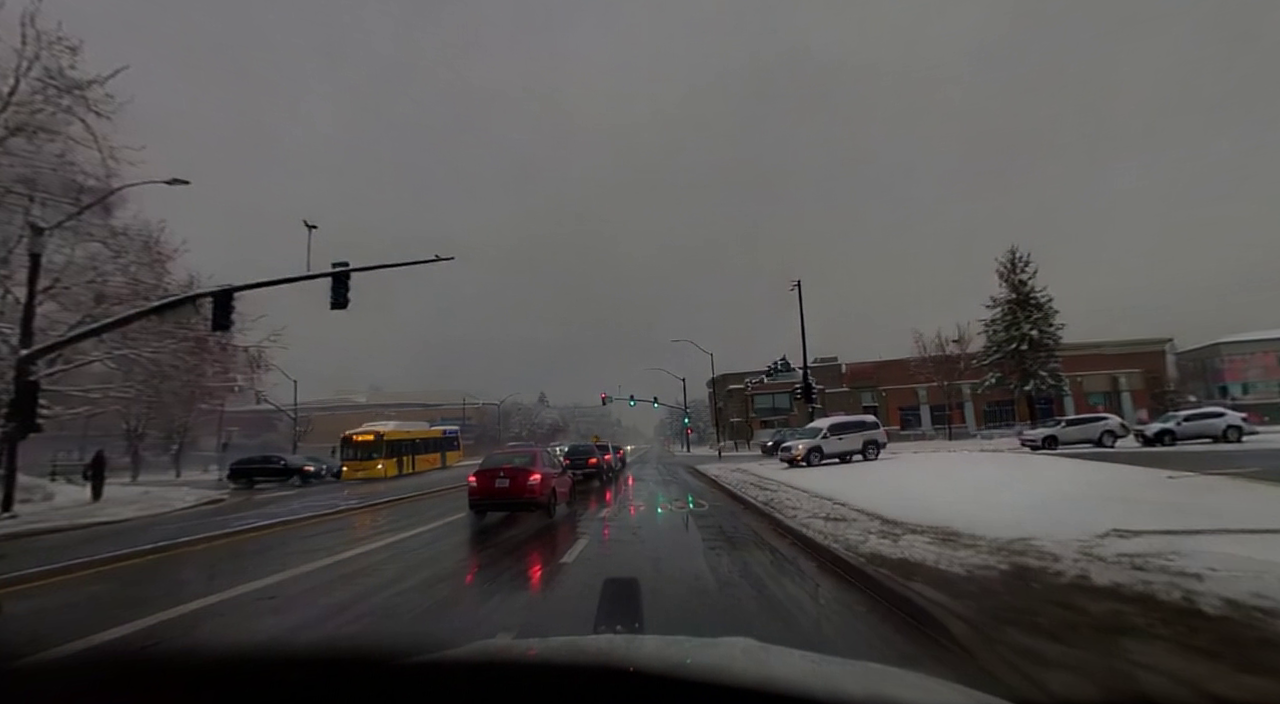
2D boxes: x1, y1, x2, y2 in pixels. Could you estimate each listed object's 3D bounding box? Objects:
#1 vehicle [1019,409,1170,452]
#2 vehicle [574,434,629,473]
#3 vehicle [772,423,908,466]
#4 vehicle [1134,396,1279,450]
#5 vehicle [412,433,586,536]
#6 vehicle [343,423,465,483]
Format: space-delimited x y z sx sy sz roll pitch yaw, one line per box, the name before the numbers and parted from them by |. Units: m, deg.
vehicle | 17.100 3.004 23.758 4.064 1.507 2.078 0 -9 1
vehicle | -1.768 4.867 30.150 2.365 1.751 3.904 0 -9 1
vehicle | 8.161 3.823 25.962 4.894 1.451 2.089 -3 -7 2
vehicle | 21.541 2.680 23.590 4.172 1.687 1.773 -4 -8 1
vehicle | -2.281 2.298 11.452 2.092 1.507 4.078 0 -9 2
vehicle | -14.432 6.377 39.854 3.189 3.205 11.526 0 -9 1
